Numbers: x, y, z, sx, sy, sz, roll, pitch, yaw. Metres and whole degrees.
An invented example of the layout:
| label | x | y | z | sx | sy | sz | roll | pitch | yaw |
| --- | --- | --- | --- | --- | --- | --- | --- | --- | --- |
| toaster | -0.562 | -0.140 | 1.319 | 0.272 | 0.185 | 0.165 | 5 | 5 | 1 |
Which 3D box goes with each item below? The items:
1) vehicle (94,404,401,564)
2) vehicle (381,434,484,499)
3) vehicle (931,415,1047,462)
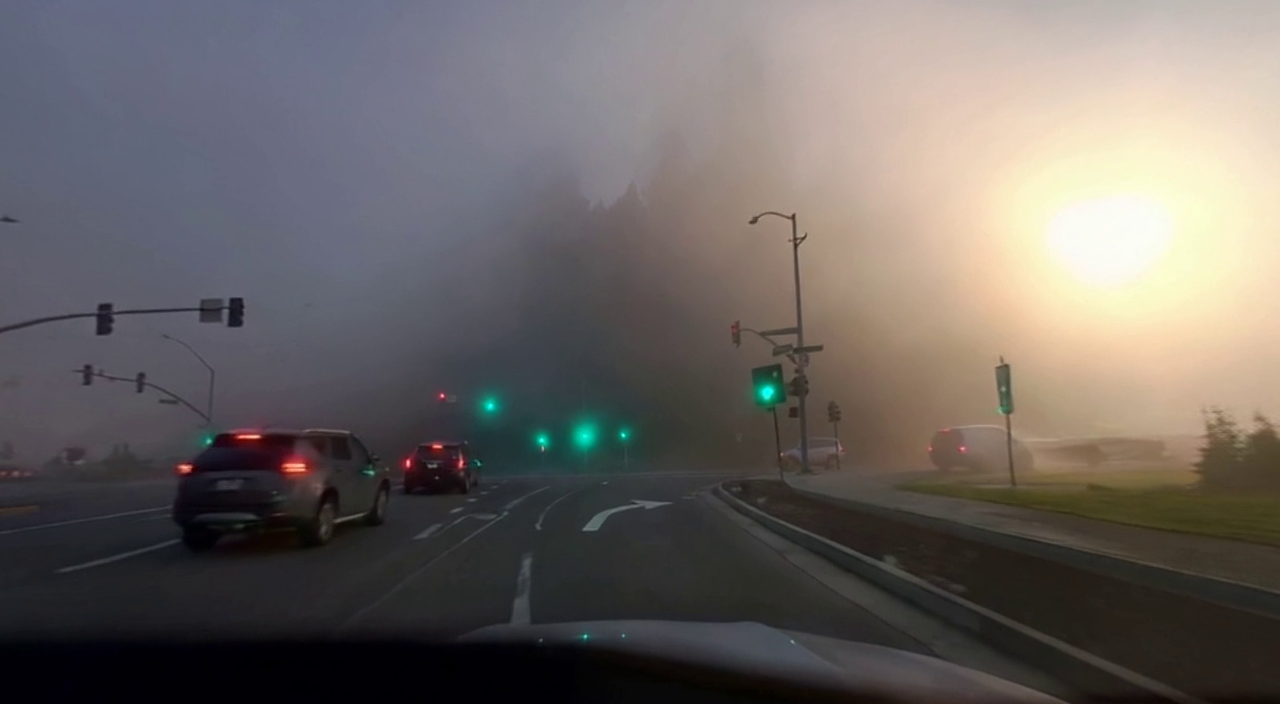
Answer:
| label | x | y | z | sx | sy | sz | roll | pitch | yaw |
| --- | --- | --- | --- | --- | --- | --- | --- | --- | --- |
| vehicle | -5.393 | 1.858 | 9.556 | 2.152 | 1.822 | 4.391 | 1 | -9 | -6 |
| vehicle | -5.906 | 3.283 | 18.436 | 2.024 | 1.655 | 4.301 | 1 | -9 | -7 |
| vehicle | 21.679 | 5.401 | 39.021 | 6.269 | 2.785 | 2.334 | 2 | -9 | -15 |
